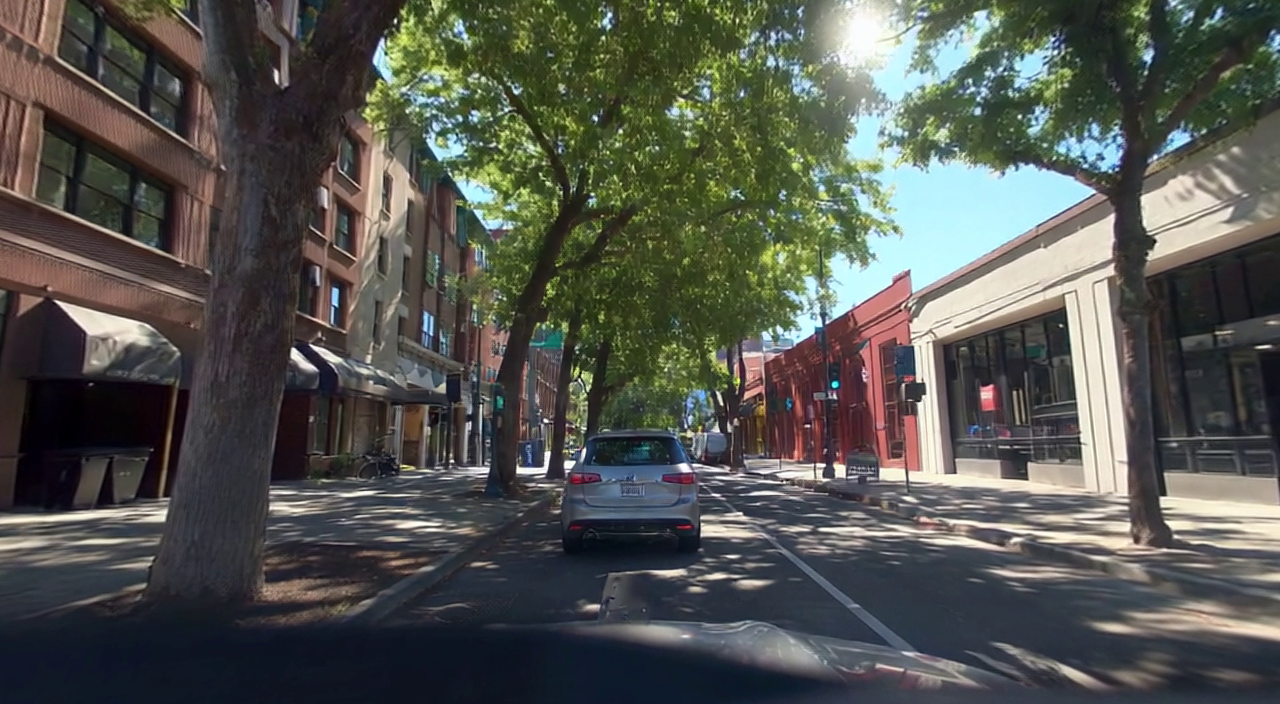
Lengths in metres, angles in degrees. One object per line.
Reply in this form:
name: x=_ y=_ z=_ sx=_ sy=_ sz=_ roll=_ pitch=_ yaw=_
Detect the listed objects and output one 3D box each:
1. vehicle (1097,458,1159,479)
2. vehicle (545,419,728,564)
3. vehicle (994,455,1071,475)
vehicle: x=36.980 y=8.819 z=47.798 sx=3.445 sy=1.363 sz=1.608 roll=2 pitch=-8 yaw=-1
vehicle: x=-0.083 y=1.873 z=9.147 sx=2.079 sy=1.621 sz=3.861 roll=0 pitch=-8 yaw=-1
vehicle: x=29.783 y=8.584 z=47.918 sx=4.668 sy=1.441 sz=1.904 roll=1 pitch=-9 yaw=-6
